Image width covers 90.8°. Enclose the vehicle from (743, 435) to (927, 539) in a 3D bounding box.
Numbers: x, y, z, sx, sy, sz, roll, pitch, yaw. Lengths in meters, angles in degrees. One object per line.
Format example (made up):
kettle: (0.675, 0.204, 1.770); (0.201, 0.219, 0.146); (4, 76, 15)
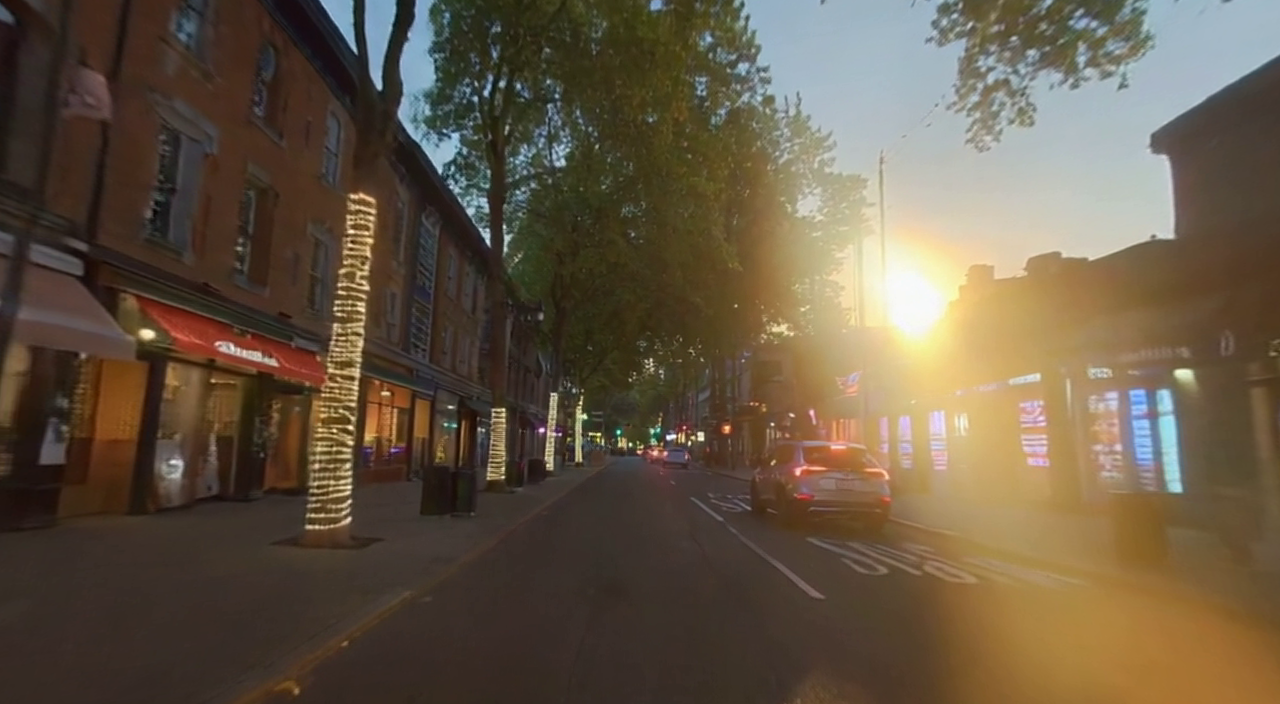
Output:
vehicle: (3.341, 2.393, 11.869); (1.971, 1.559, 4.326); (0, -9, -1)
